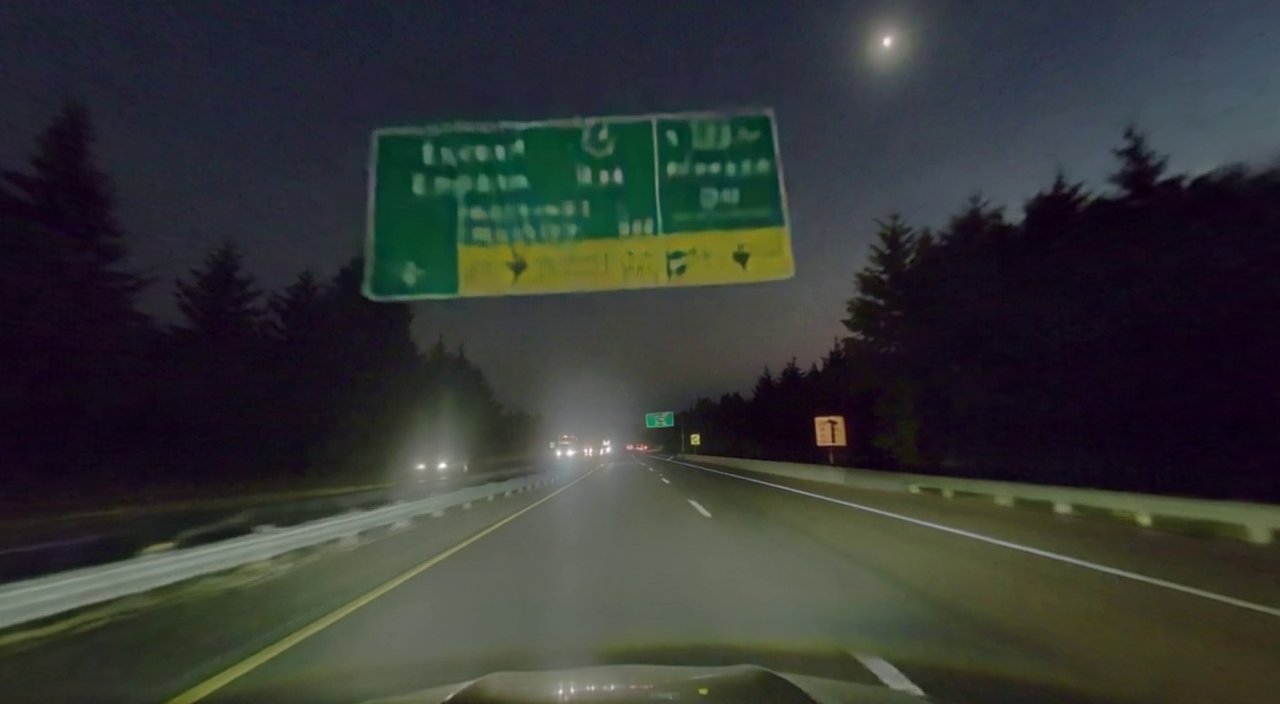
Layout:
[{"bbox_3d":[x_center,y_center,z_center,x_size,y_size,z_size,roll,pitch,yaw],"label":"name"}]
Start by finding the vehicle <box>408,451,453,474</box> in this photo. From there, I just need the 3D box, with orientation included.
[{"bbox_3d":[-14.362,7.568,43.431,1.822,1.480,3.962,0,-9,-1],"label":"vehicle"}]
